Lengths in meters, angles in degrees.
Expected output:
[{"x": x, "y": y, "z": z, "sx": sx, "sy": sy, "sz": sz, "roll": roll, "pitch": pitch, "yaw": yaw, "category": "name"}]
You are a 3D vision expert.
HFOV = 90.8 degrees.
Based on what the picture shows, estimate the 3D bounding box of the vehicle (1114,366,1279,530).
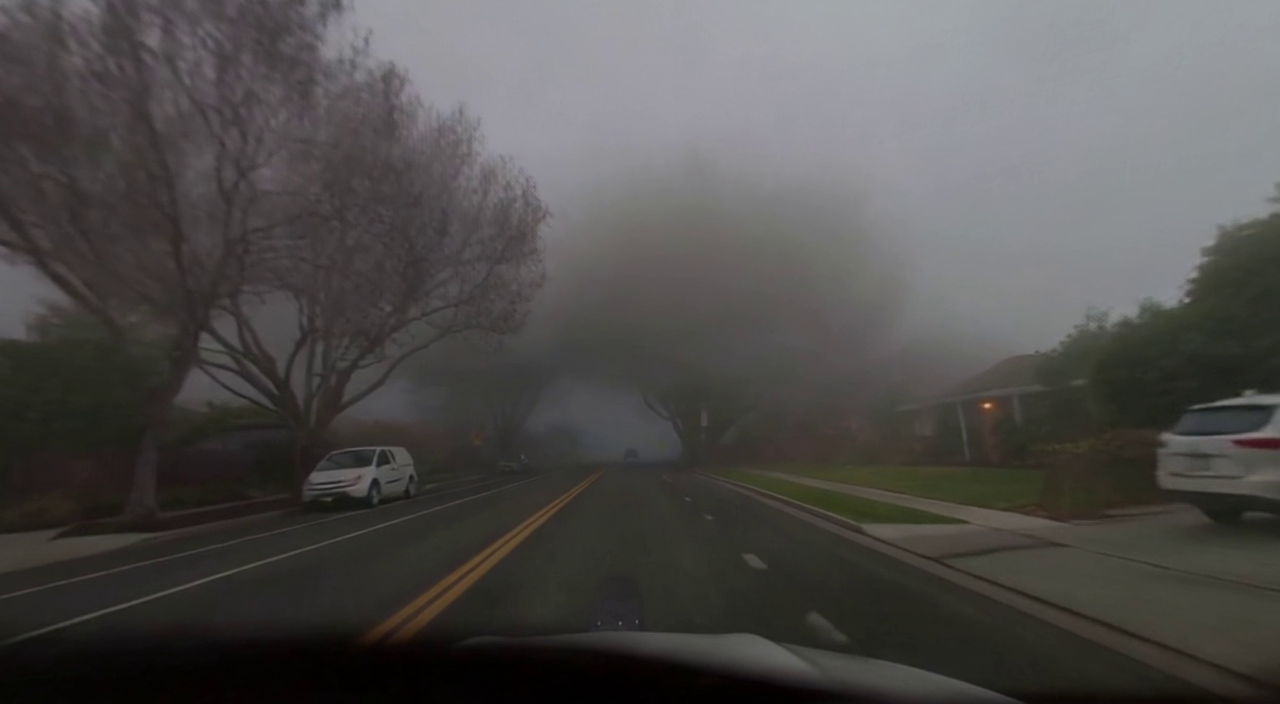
[{"x": 8.986, "y": 1.119, "z": 7.864, "sx": 4.463, "sy": 1.754, "sz": 2.003, "roll": -1, "pitch": -9, "yaw": 0, "category": "vehicle"}]

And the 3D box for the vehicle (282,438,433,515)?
[{"x": -7.806, "y": 3.422, "z": 18.044, "sx": 2.122, "sy": 1.739, "sz": 4.770, "roll": -4, "pitch": -8, "yaw": 0, "category": "vehicle"}]

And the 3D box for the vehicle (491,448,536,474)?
[{"x": -7.964, "y": 6.891, "z": 40.146, "sx": 1.880, "sy": 1.469, "sz": 4.221, "roll": -4, "pitch": -9, "yaw": 1, "category": "vehicle"}]
